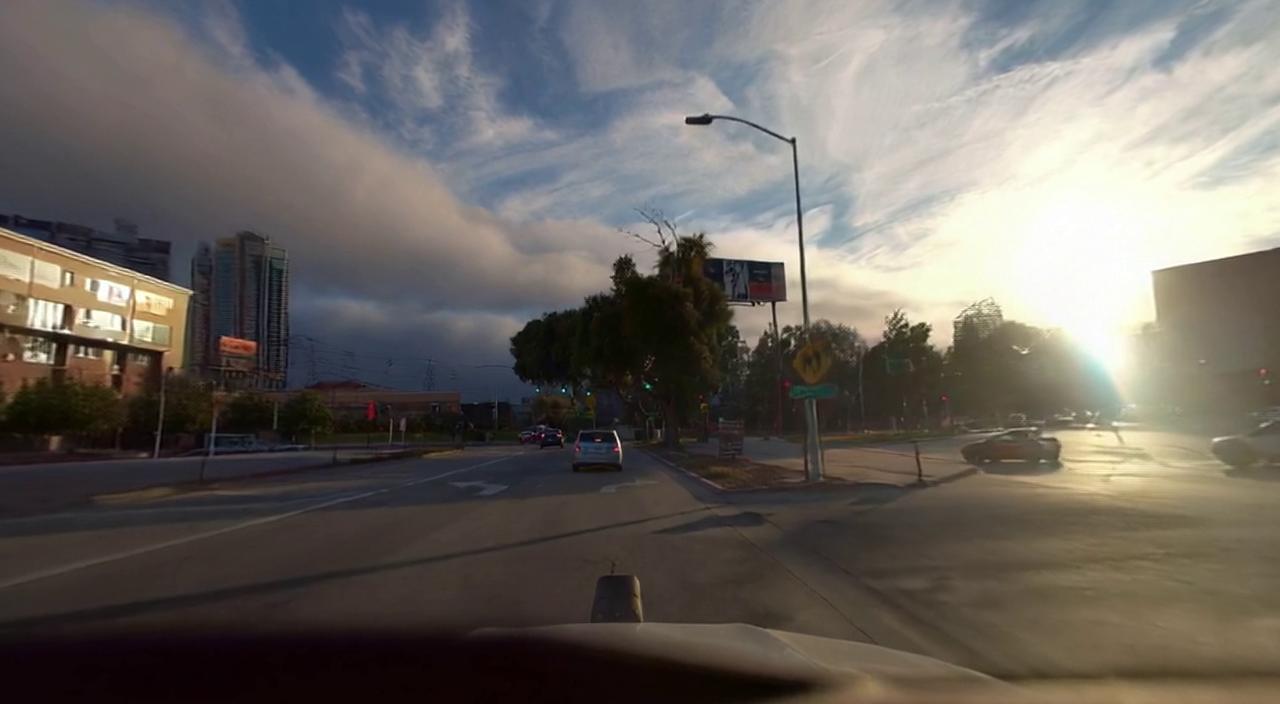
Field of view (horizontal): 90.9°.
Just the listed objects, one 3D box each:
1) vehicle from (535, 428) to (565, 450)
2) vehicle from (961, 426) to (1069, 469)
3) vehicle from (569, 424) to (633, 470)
[{"bbox_3d":[-6.450,6.232,45.171,2.023,1.485,3.721,1,-8,-7],"label":"vehicle"},{"bbox_3d":[18.707,4.889,31.783,1.932,1.762,4.835,0,-13,-8],"label":"vehicle"},{"bbox_3d":[-1.501,3.621,24.162,2.231,1.572,4.227,0,-8,-4],"label":"vehicle"}]
